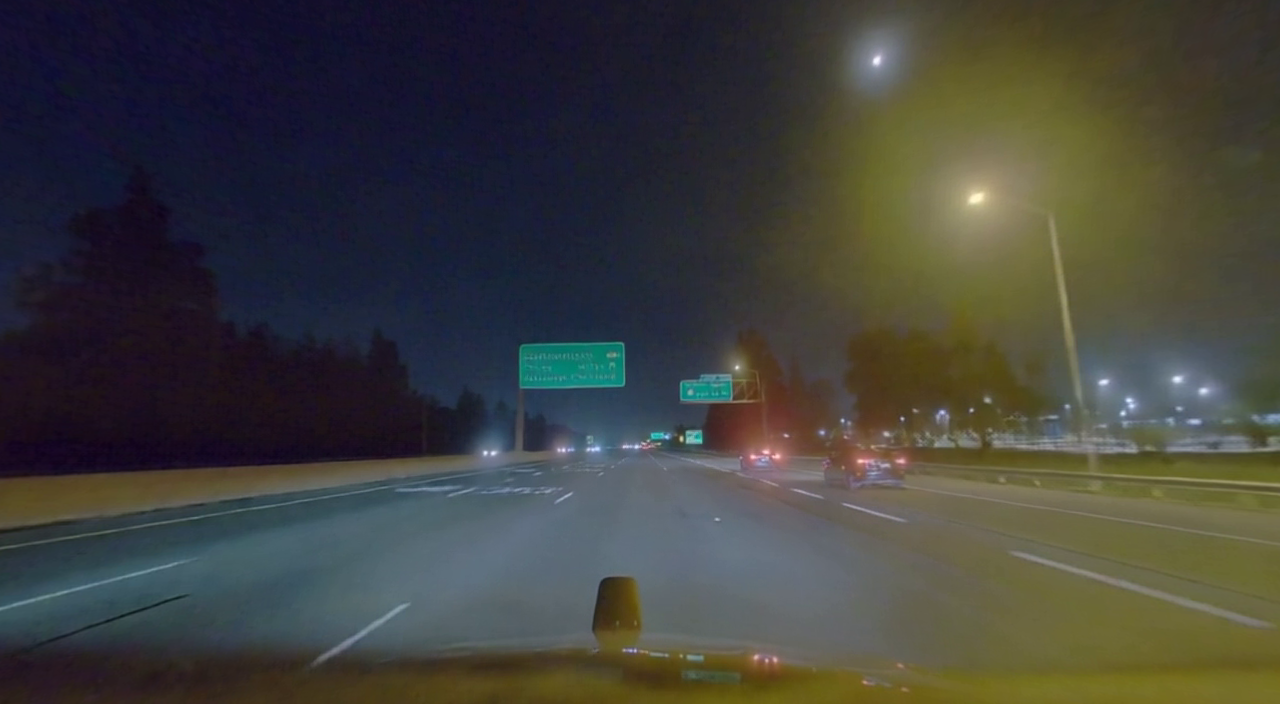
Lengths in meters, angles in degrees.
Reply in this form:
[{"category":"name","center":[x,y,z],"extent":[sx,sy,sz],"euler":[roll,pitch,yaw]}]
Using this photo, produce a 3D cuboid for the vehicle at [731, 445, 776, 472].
[{"category":"vehicle","center":[7.090,6.684,39.814],"extent":[1.958,1.498,4.447],"euler":[0,-7,-1]}]
